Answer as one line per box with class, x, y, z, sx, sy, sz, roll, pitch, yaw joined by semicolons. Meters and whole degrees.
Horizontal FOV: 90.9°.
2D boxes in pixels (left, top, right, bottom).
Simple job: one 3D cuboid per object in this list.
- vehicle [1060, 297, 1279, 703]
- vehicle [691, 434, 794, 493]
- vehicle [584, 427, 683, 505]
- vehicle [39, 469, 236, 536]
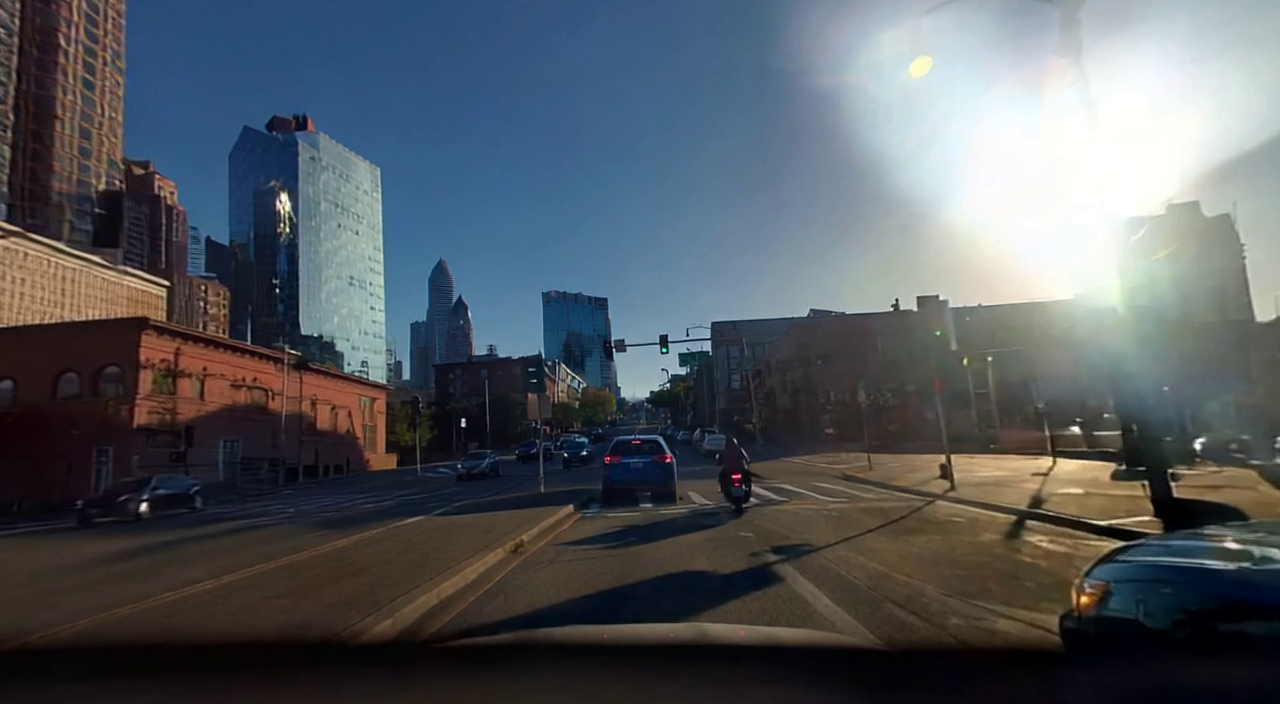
vehicle;2.679;0.504;0.312;1.939;1.709;4.323;0;-9;0
vehicle;2.866;3.245;18.707;2.101;1.507;4.355;0;-9;-3
vehicle;-0.162;2.934;16.602;2.265;1.748;4.130;0;-9;0
vehicle;-14.263;4.259;18.415;1.963;1.492;4.885;0;-9;-4
